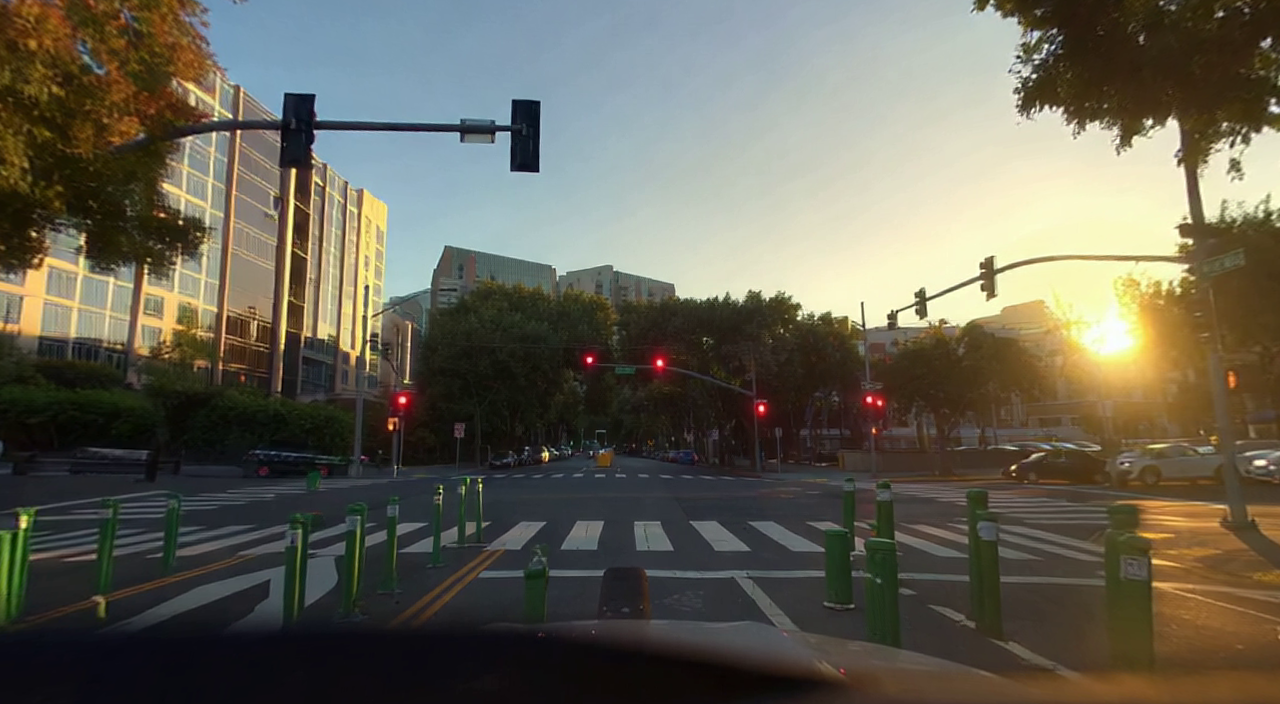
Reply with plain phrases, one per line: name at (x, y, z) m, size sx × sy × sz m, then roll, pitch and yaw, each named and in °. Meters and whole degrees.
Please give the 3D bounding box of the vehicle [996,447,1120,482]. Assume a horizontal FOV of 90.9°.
vehicle at (19.622, 5.280, 29.756) m, size 4.368 × 1.522 × 1.972 m, roll -1°, pitch -8°, yaw 2°

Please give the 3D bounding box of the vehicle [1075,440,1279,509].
vehicle at (12.996, 2.785, 14.562) m, size 4.424 × 1.436 × 1.804 m, roll -1°, pitch -8°, yaw 5°
